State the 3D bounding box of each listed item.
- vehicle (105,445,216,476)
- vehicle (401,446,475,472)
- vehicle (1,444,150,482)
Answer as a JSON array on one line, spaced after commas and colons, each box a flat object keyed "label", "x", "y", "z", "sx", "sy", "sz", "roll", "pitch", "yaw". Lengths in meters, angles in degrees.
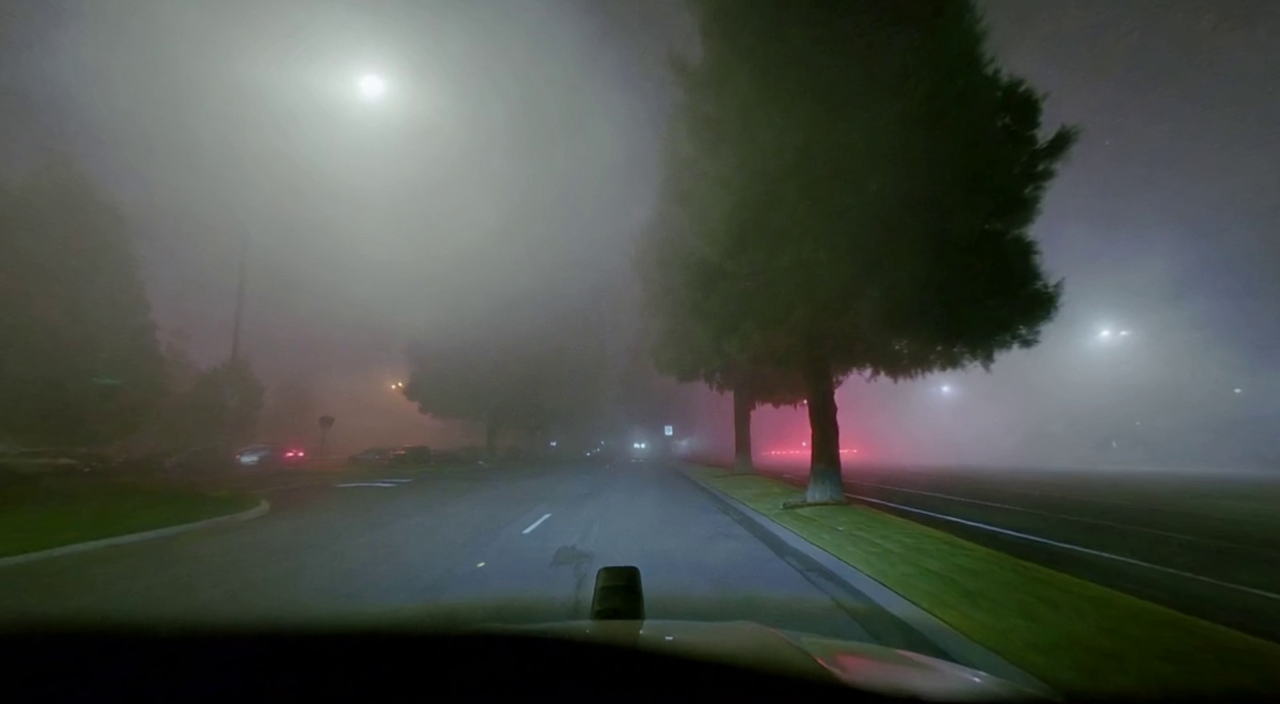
[{"label": "vehicle", "x": -27.014, "y": 6.101, "z": 35.579, "sx": 4.456, "sy": 1.665, "sz": 2.161, "roll": 0, "pitch": -8, "yaw": 0}, {"label": "vehicle", "x": -13.987, "y": 7.440, "z": 43.802, "sx": 4.422, "sy": 1.694, "sz": 2.026, "roll": 0, "pitch": -8, "yaw": 2}, {"label": "vehicle", "x": -26.753, "y": 5.253, "z": 29.959, "sx": 4.931, "sy": 1.723, "sz": 2.220, "roll": 0, "pitch": -8, "yaw": 1}]
